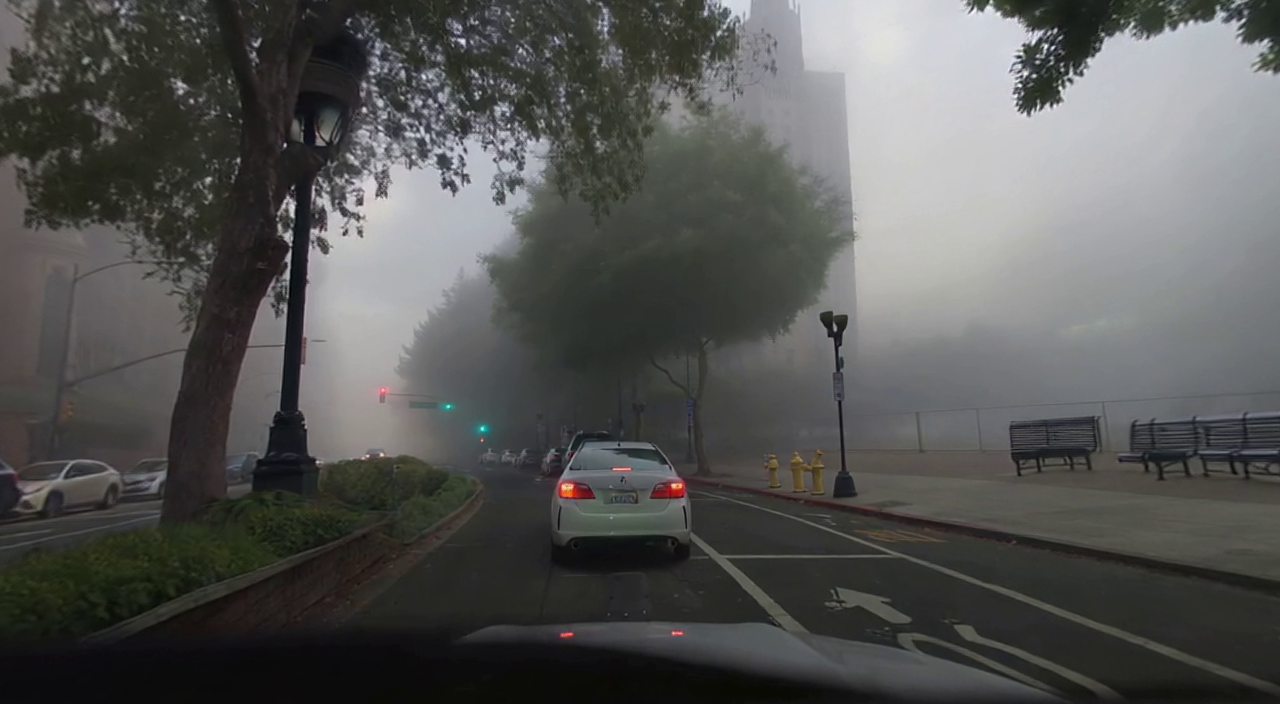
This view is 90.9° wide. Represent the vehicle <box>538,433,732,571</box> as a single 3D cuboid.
[{"bbox_3d":[-0.241,1.945,9.026,2.142,1.475,4.051,1,-8,-6],"label":"vehicle"}]
